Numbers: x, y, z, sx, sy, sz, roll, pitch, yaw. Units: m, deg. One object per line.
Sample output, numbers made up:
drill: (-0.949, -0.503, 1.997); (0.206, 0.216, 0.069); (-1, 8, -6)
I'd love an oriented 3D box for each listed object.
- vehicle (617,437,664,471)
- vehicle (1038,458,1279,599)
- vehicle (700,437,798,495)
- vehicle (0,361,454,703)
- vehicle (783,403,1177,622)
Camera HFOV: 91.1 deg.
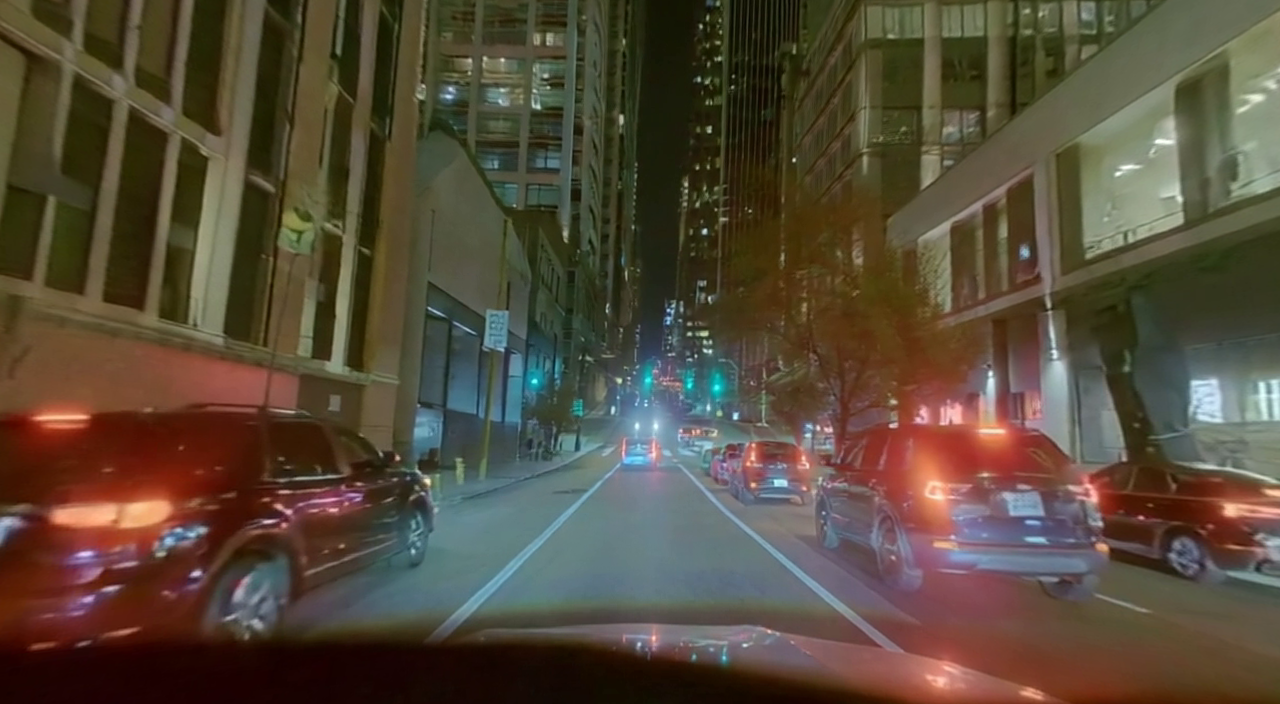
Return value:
vehicle: (0.047, 4.630, 28.695); (2.007, 1.460, 3.923); (0, -8, 1)
vehicle: (8.769, 2.616, 10.167); (1.893, 1.663, 4.257); (0, -8, 1)
vehicle: (3.004, 3.244, 18.315); (1.966, 1.475, 4.528); (0, -8, -1)
vehicle: (-3.307, 1.227, 5.191); (2.128, 1.725, 4.471); (0, -8, 0)
vehicle: (3.204, 1.594, 7.288); (2.002, 1.707, 4.547); (0, -8, 0)
